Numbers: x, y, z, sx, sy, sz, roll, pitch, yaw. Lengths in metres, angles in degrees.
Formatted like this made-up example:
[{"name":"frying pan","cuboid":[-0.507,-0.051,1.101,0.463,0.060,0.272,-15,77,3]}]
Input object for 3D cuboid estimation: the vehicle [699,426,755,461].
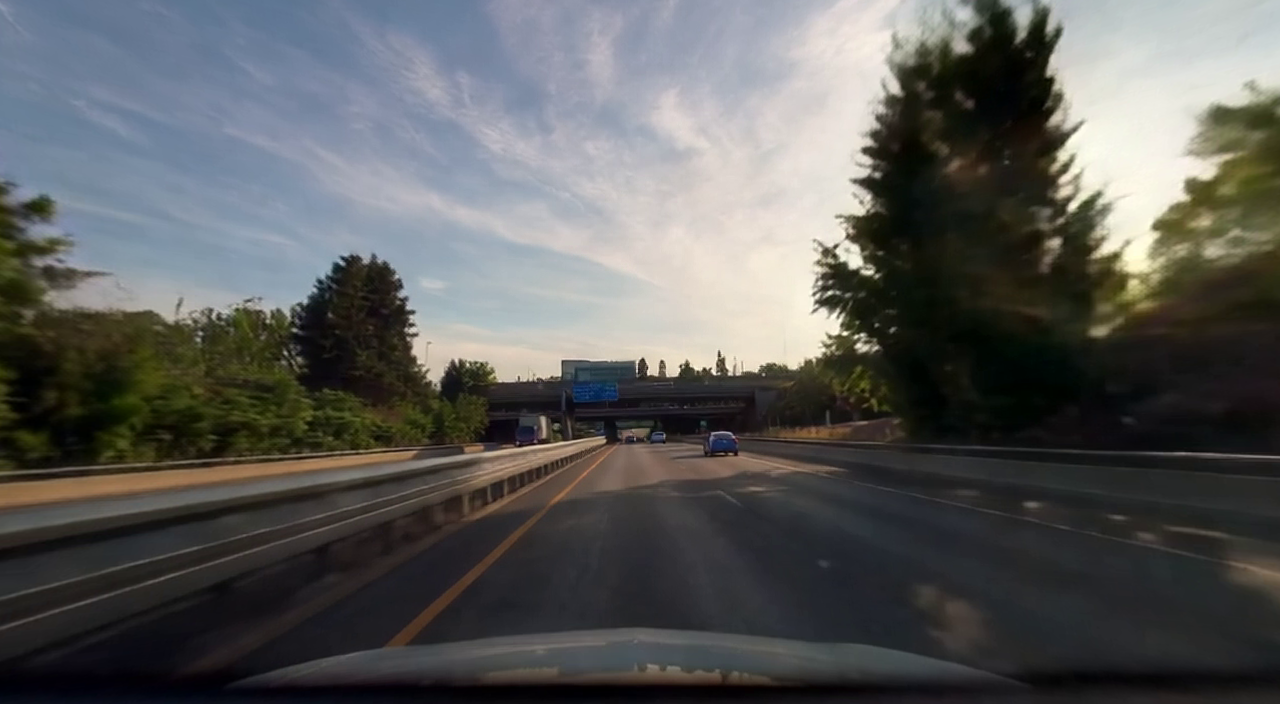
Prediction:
[{"name":"vehicle","cuboid":[4.334,4.632,31.985,2.073,1.651,4.065,0,-8,-2]}]
